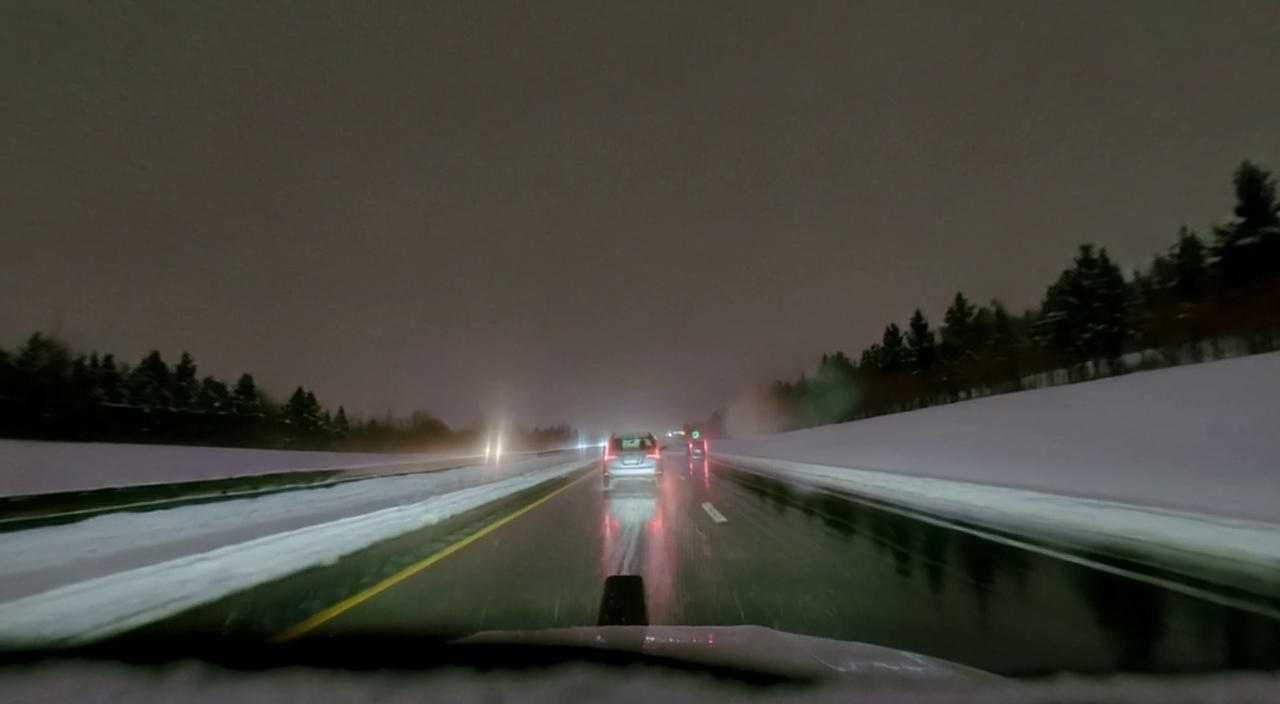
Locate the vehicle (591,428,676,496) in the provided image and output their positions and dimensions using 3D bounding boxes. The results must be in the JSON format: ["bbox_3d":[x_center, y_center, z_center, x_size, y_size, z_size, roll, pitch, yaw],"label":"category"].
[{"bbox_3d":[-0.096,3.101,18.119,2.143,1.693,4.513,-1,-8,2],"label":"vehicle"}]

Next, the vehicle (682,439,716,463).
[{"bbox_3d":[4.186,7.149,45.437,2.073,1.621,3.993,0,-8,0],"label":"vehicle"}]
